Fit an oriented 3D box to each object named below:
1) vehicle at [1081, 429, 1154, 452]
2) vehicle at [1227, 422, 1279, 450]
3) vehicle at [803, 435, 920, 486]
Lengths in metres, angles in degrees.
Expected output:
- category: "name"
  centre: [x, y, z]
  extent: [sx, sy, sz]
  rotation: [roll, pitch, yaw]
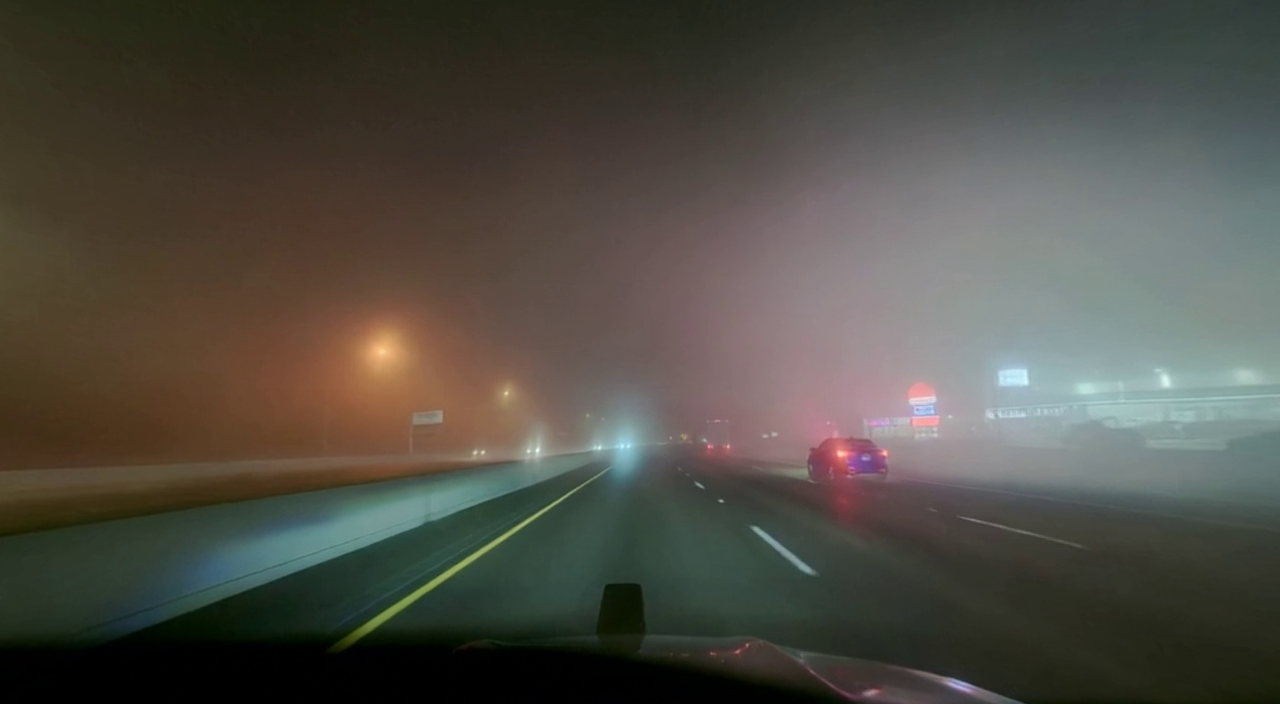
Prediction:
- category: "vehicle"
  centre: [35.852, 6.622, 47.157]
  extent: [3.860, 1.492, 1.960]
  rotation: [-3, -7, -2]
- category: "vehicle"
  centre: [43.442, 5.717, 42.890]
  extent: [1.947, 1.722, 4.943]
  rotation: [-3, -7, 3]
- category: "vehicle"
  centre: [7.261, 3.605, 21.253]
  extent: [2.079, 1.518, 5.032]
  rotation: [0, -8, -1]
